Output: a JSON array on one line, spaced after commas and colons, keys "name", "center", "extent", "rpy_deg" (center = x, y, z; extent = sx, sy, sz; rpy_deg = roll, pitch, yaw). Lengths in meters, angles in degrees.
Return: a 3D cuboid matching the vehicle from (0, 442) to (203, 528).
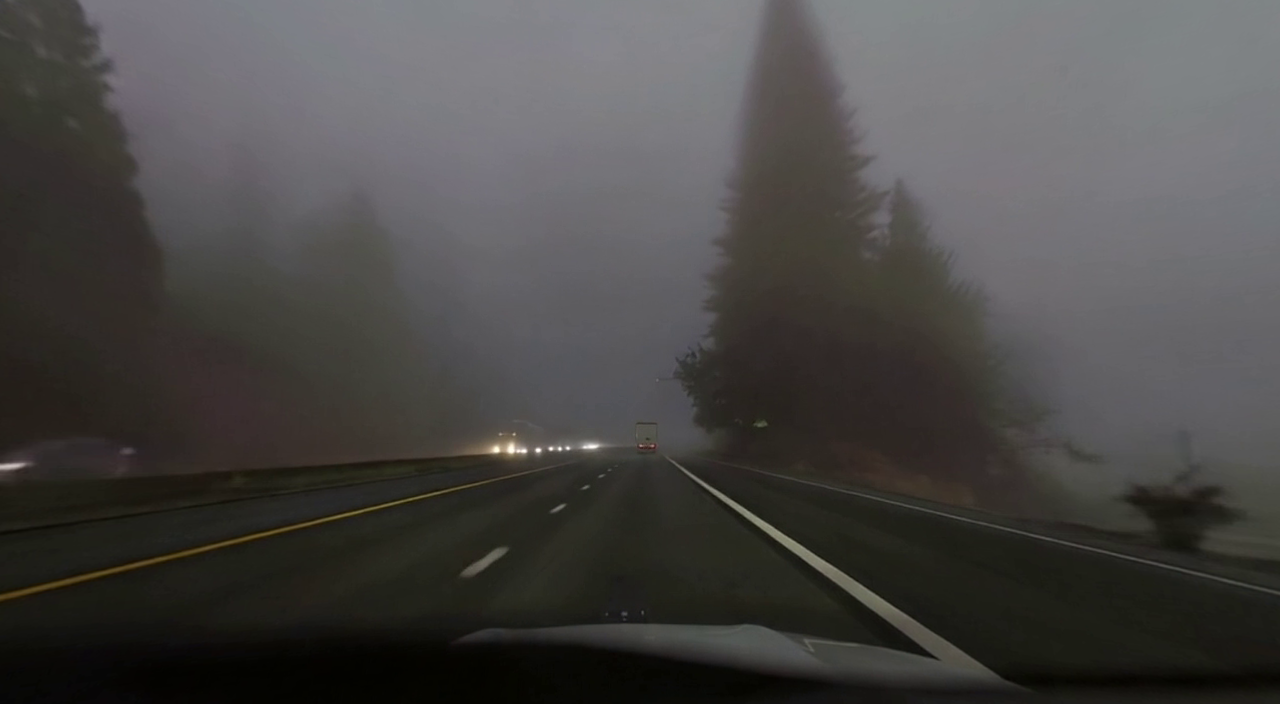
[{"name": "vehicle", "center": [-12.193, 2.703, 13.469], "extent": [2.110, 1.488, 4.893], "rpy_deg": [0, -9, 1]}]
